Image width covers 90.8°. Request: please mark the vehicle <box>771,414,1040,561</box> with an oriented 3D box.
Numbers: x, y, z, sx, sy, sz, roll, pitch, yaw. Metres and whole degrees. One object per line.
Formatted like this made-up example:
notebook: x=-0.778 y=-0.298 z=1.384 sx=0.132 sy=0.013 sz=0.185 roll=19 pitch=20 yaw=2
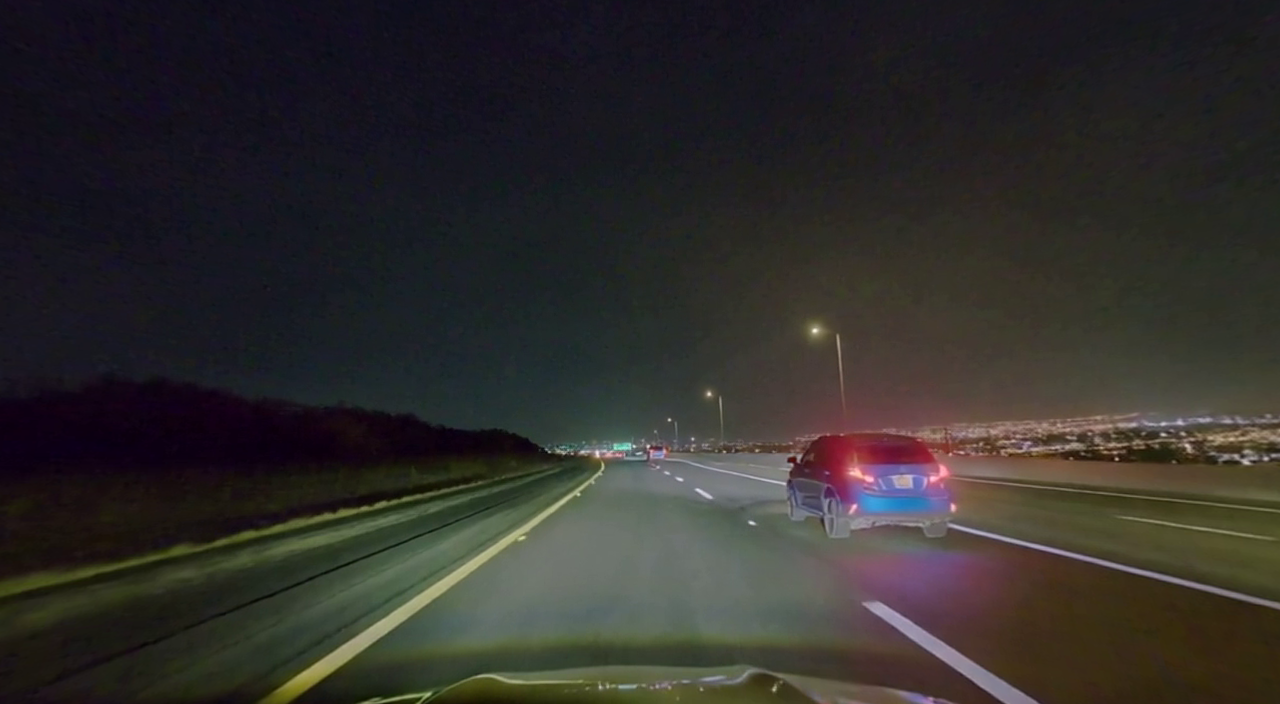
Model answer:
vehicle: x=3.789 y=2.022 z=10.242 sx=2.141 sy=1.785 sz=4.778 roll=0 pitch=-8 yaw=-2
